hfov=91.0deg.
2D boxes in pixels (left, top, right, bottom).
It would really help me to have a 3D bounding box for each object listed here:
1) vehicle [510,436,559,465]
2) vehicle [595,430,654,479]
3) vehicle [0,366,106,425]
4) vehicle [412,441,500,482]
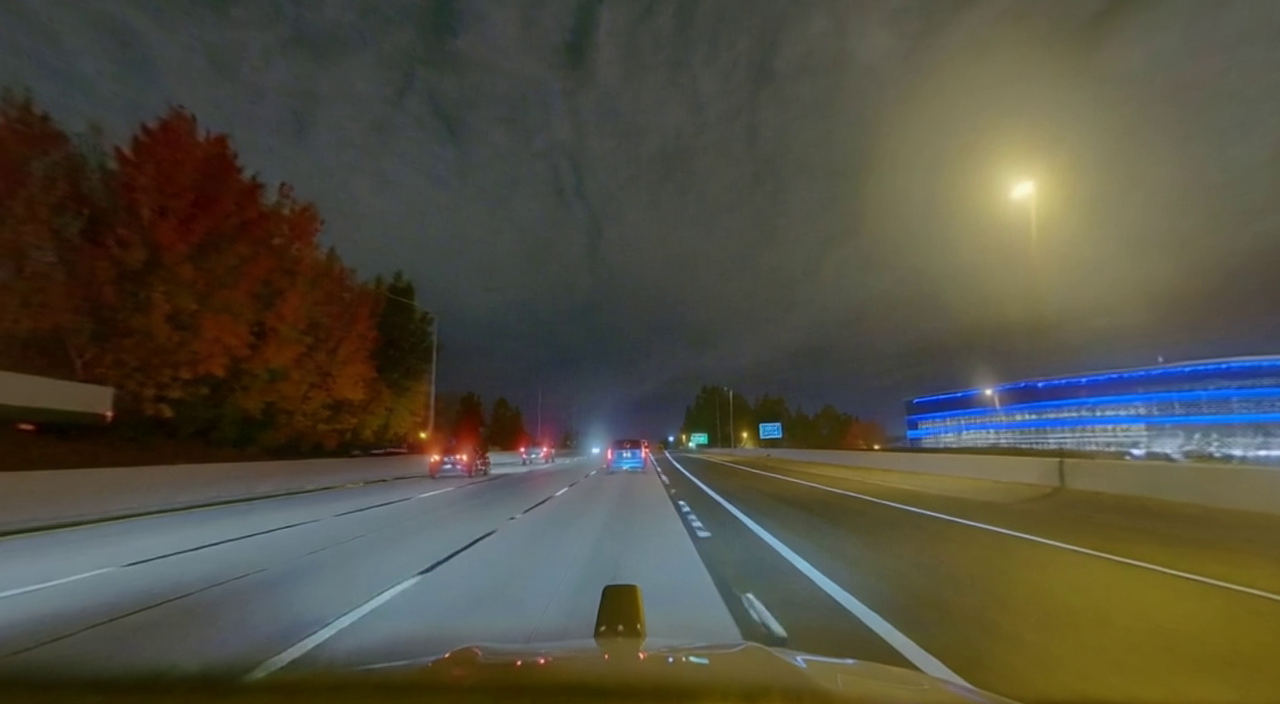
[{"bbox_3d":[-7.278,6.905,44.229,2.328,1.927,5.880,0,-9,1],"label":"vehicle"},{"bbox_3d":[-0.602,4.290,26.643,2.245,1.863,4.801,0,-9,0],"label":"vehicle"},{"bbox_3d":[-43.689,2.843,41.958,2.869,3.629,16.798,1,-8,-5],"label":"vehicle"},{"bbox_3d":[-7.345,4.398,25.687,2.074,1.495,4.643,0,-9,1],"label":"vehicle"}]
